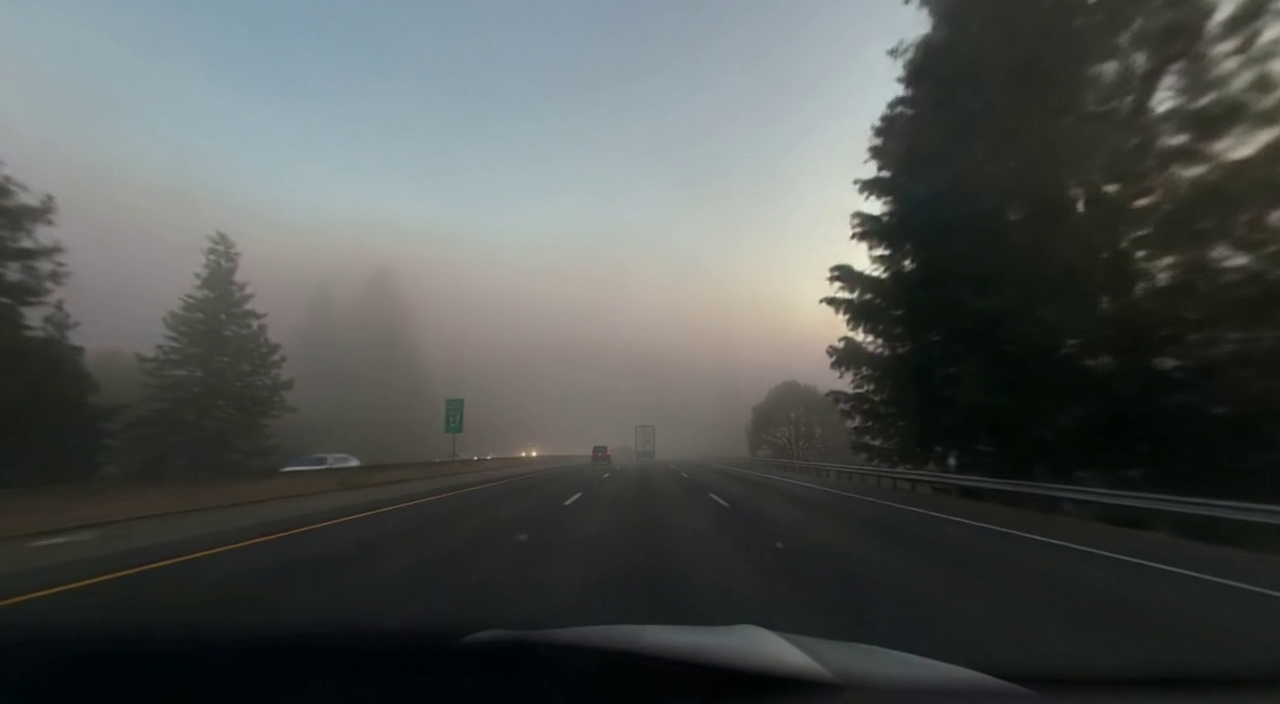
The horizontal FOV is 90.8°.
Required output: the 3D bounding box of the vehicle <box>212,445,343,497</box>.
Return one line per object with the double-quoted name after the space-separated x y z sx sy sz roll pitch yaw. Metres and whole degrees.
-12.629 4.138 22.404 1.892 1.620 4.611 -1 -9 1 "vehicle"
